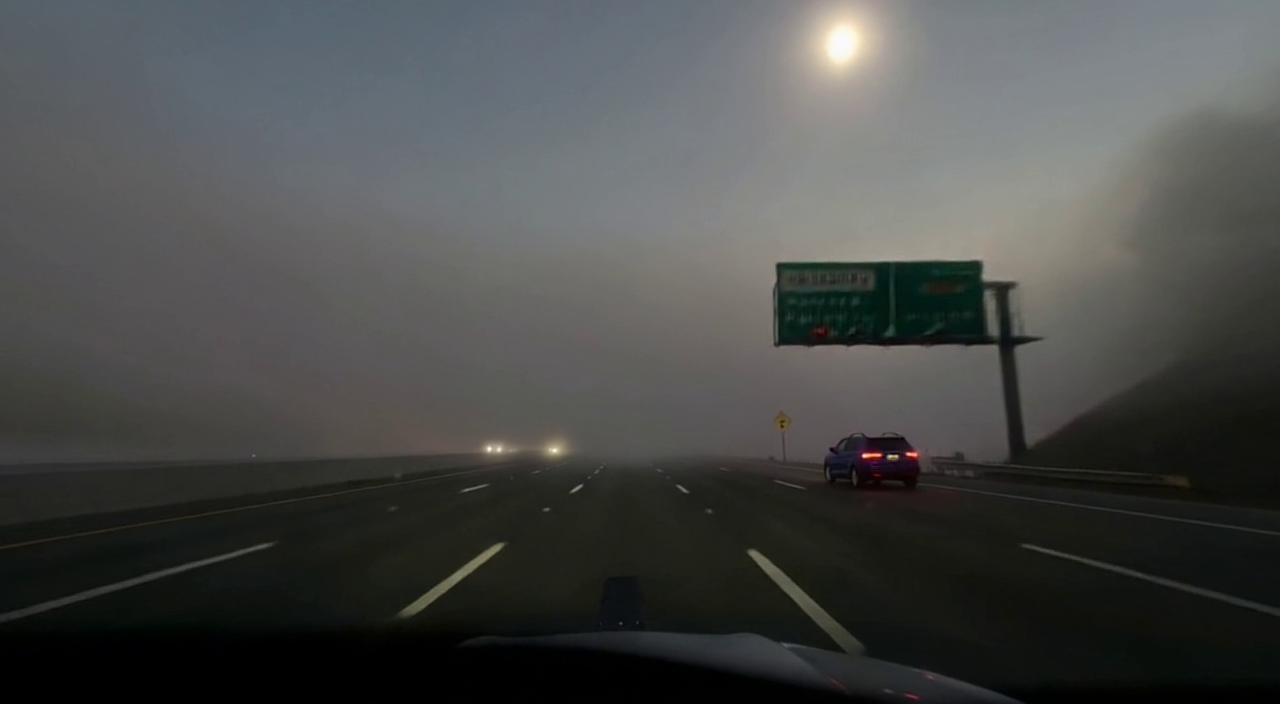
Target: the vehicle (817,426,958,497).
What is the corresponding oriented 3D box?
[{"bbox_3d":[6.716,3.023,17.726,2.091,1.711,4.383,0,-9,-1],"label":"vehicle"}]
